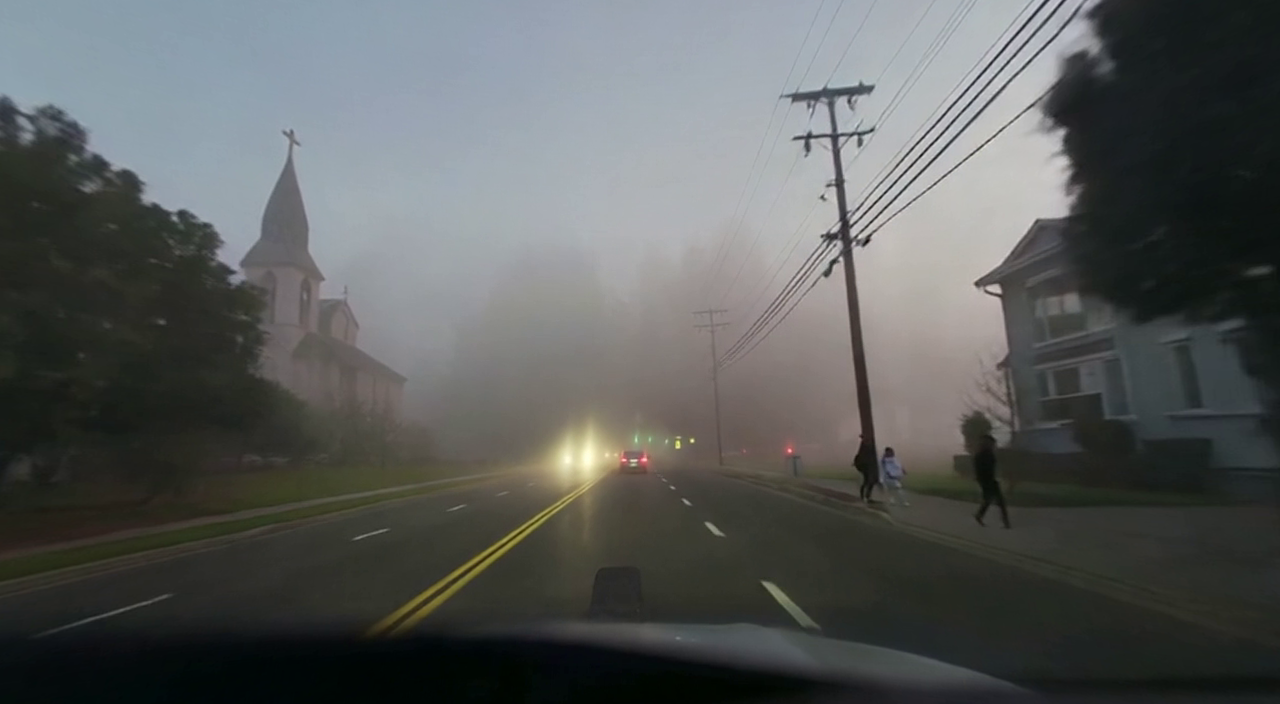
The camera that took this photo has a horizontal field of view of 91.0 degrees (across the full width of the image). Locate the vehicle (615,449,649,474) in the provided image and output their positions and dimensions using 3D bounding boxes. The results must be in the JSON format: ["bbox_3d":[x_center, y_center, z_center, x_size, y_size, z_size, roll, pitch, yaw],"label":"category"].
[{"bbox_3d":[-0.518,6.929,40.105,2.093,1.497,4.010,0,-9,-1],"label":"vehicle"}]

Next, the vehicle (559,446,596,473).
[{"bbox_3d":[-4.688,8.158,47.828,2.212,1.906,4.958,-1,-9,2],"label":"vehicle"}]
